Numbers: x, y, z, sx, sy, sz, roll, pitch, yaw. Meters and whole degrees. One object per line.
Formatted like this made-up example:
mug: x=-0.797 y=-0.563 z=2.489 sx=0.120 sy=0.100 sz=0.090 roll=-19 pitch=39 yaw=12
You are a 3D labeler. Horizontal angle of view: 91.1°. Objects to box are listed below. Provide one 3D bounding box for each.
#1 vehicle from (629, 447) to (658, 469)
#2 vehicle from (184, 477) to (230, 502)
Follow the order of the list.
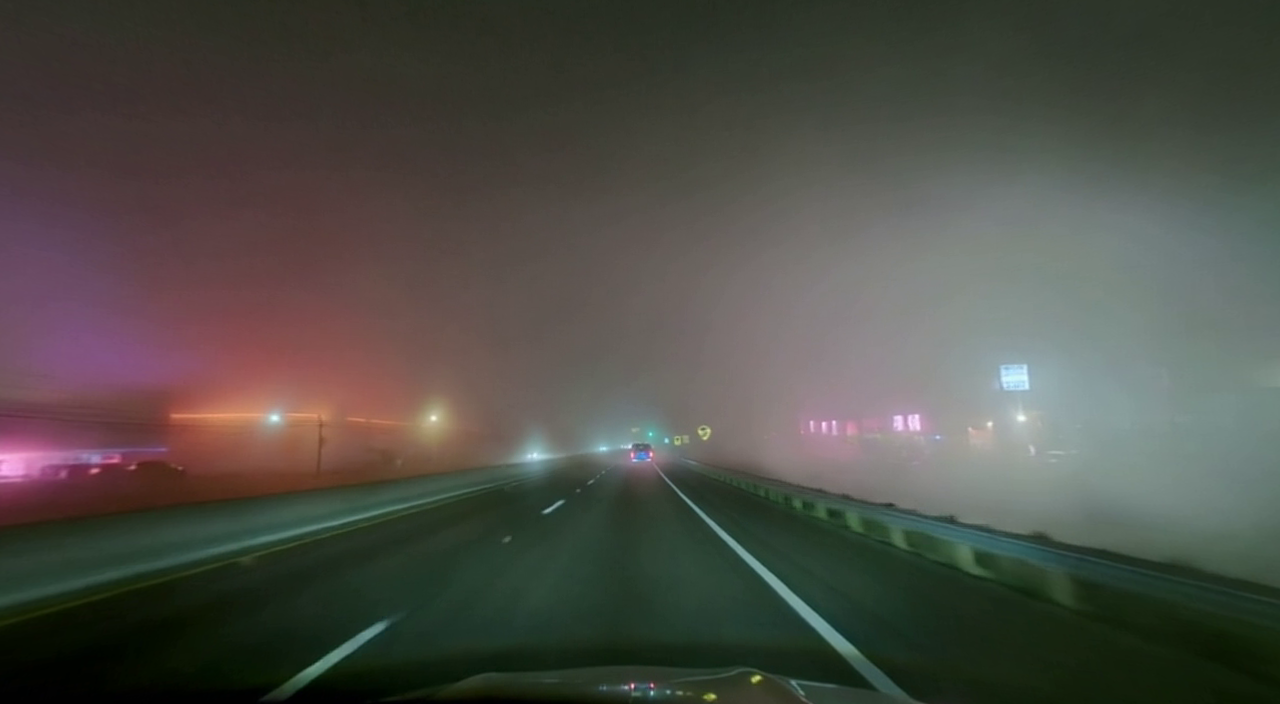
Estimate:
vehicle: x=0.281 y=7.689 z=45.769 sx=2.014 sy=1.507 sz=3.960 roll=0 pitch=-9 yaw=0
vehicle: x=-29.986 y=9.502 z=43.642 sx=1.803 sy=1.413 sz=4.306 roll=4 pitch=-10 yaw=-24
